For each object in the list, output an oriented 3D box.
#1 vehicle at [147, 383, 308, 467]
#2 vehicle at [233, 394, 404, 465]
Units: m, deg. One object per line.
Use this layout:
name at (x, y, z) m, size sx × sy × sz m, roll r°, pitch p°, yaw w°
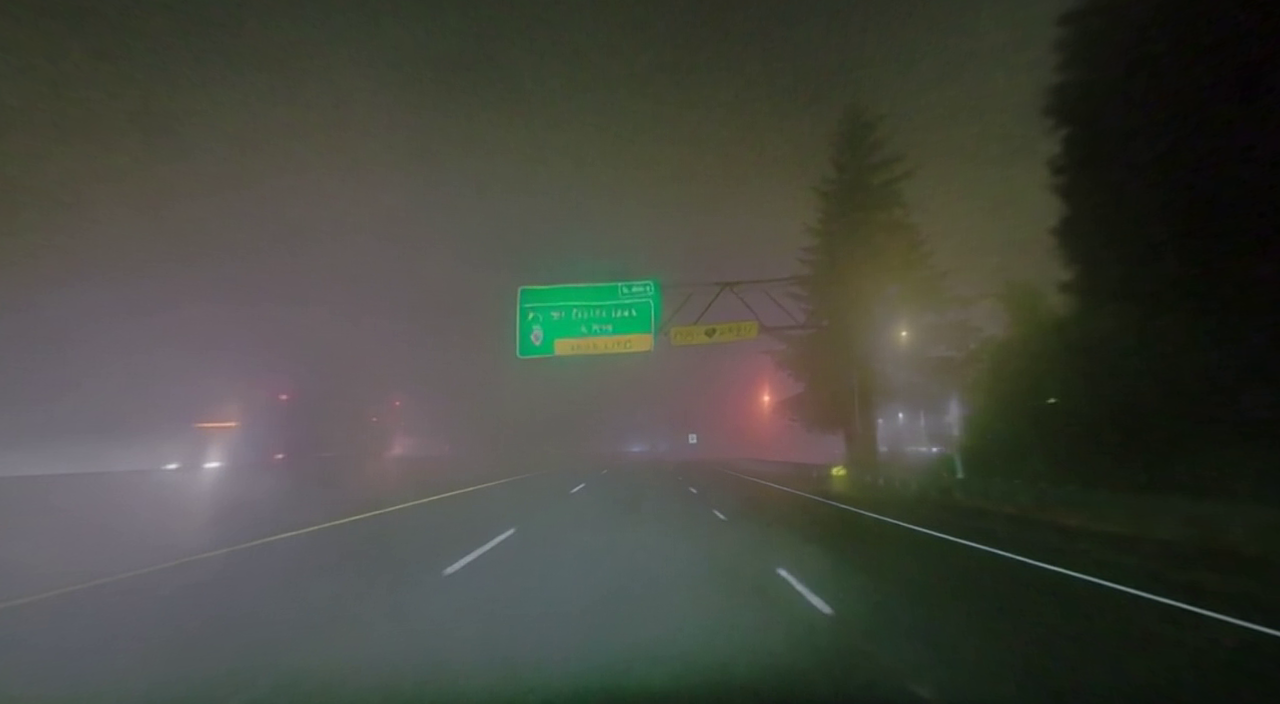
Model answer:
vehicle at (-21.146, 3.964, 33.045) m, size 3.073 × 3.890 × 7.481 m, roll 0°, pitch -9°, yaw 2°
vehicle at (-20.878, 5.488, 42.989) m, size 2.889 × 3.945 × 15.988 m, roll 0°, pitch -9°, yaw 2°
